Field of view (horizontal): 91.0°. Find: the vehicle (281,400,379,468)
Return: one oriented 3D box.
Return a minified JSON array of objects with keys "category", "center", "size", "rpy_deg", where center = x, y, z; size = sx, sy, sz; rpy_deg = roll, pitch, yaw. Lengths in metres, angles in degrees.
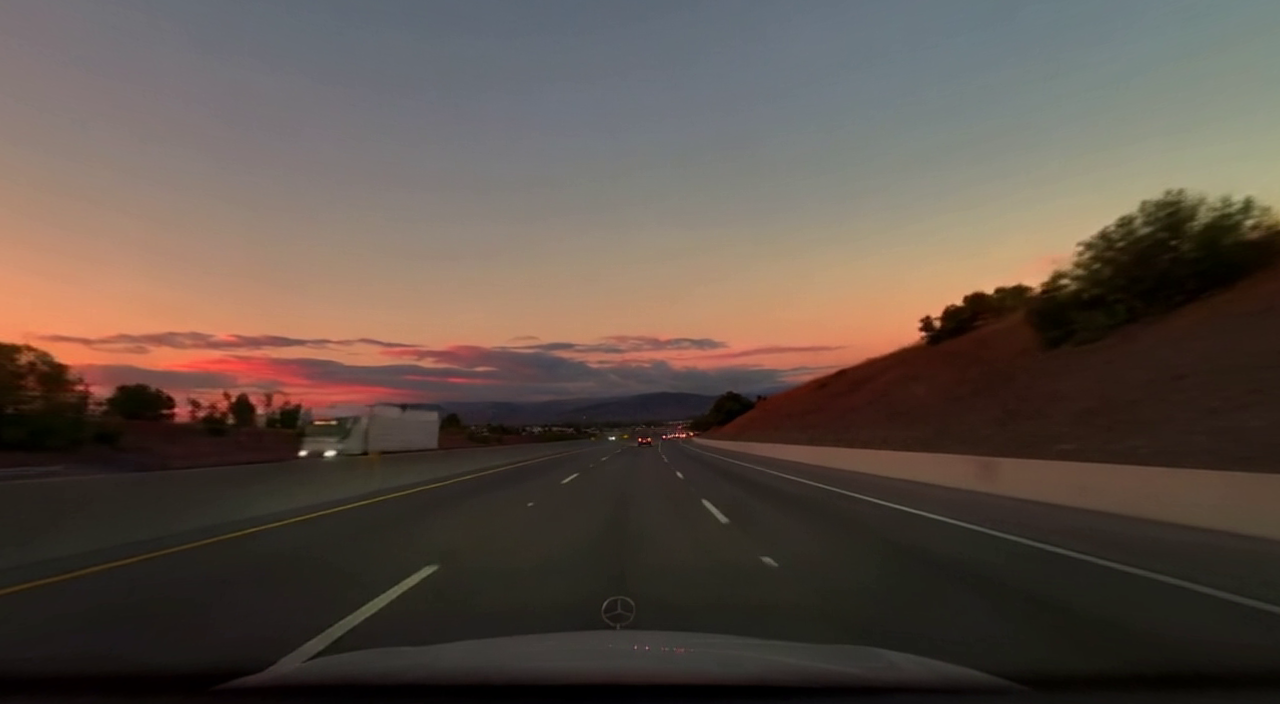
[{"category":"vehicle","center":[-19.721,5.286,40.538],"size":[3.081,3.974,6.075],"rpy_deg":[0,-8,1]}]
